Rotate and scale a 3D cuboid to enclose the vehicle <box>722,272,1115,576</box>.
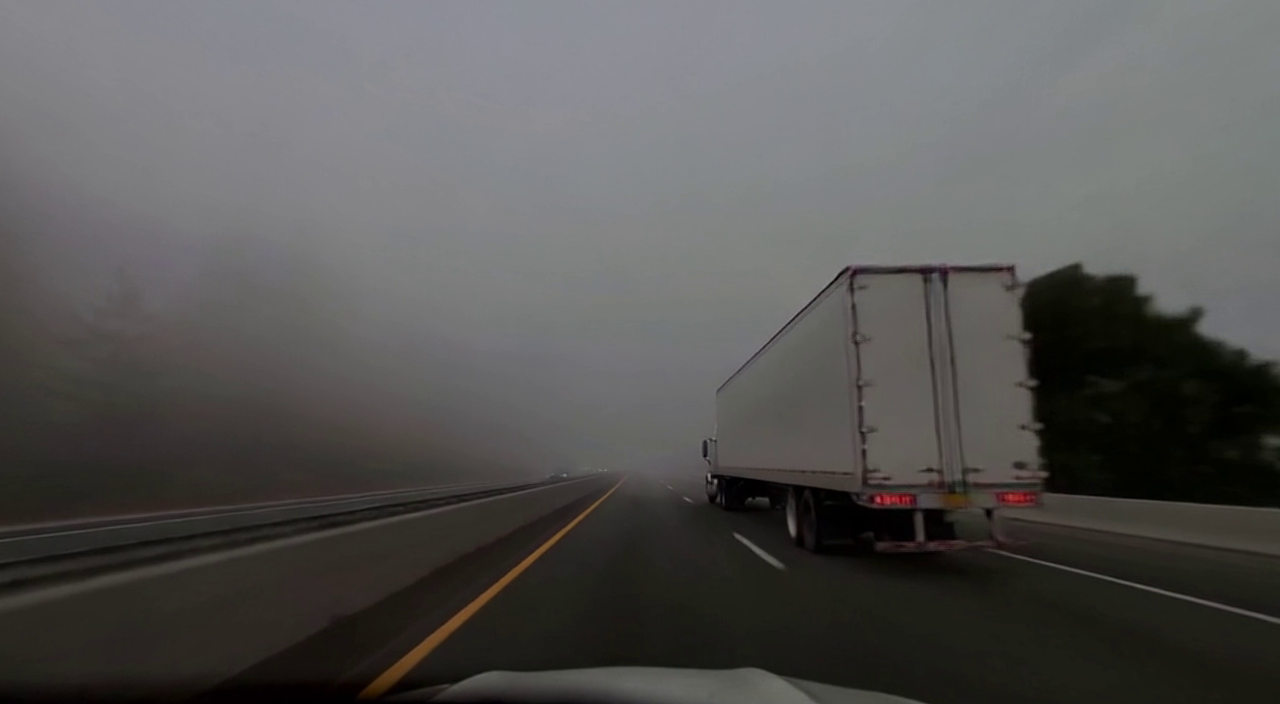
[{"bbox_3d":[4.547,2.107,15.161,3.204,4.102,13.306,1,-10,-1],"label":"vehicle"}]
